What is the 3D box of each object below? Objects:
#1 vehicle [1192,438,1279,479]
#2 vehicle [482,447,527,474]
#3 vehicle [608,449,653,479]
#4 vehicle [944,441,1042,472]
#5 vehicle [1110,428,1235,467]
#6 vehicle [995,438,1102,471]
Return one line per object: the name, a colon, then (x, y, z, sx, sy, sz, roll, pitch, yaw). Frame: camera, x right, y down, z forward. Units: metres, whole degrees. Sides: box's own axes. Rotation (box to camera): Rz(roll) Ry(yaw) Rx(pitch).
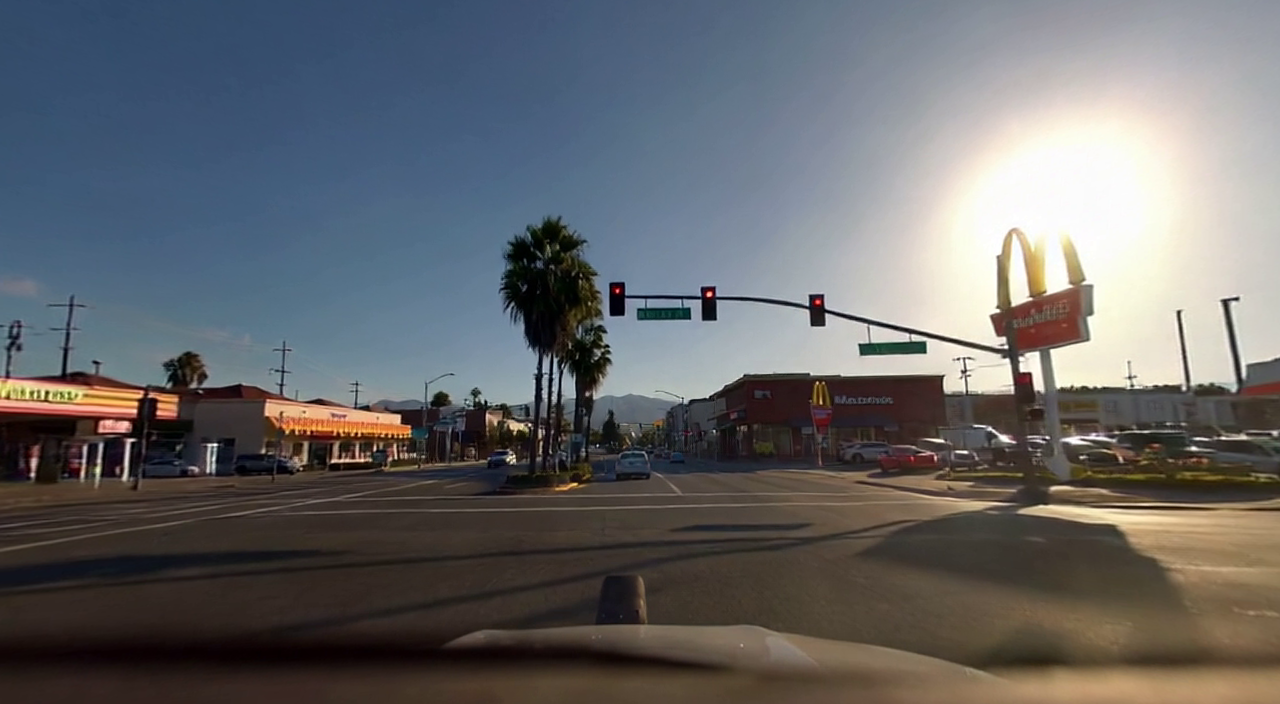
vehicle: (24.067, 4.112, 24.633, 1.738, 1.462, 3.609, 0, -8, 0)
vehicle: (-9.402, 7.574, 44.374, 2.102, 1.792, 4.828, 0, -8, 0)
vehicle: (-0.566, 5.995, 34.210, 2.270, 1.475, 4.571, 0, -8, -2)
vehicle: (18.334, 5.438, 32.976, 3.962, 1.529, 1.867, -2, -9, 8)
vehicle: (24.381, 4.397, 29.058, 3.783, 1.560, 1.853, -4, -10, 9)
vehicle: (19.409, 4.889, 30.193, 3.833, 1.495, 1.892, -3, -9, 16)
